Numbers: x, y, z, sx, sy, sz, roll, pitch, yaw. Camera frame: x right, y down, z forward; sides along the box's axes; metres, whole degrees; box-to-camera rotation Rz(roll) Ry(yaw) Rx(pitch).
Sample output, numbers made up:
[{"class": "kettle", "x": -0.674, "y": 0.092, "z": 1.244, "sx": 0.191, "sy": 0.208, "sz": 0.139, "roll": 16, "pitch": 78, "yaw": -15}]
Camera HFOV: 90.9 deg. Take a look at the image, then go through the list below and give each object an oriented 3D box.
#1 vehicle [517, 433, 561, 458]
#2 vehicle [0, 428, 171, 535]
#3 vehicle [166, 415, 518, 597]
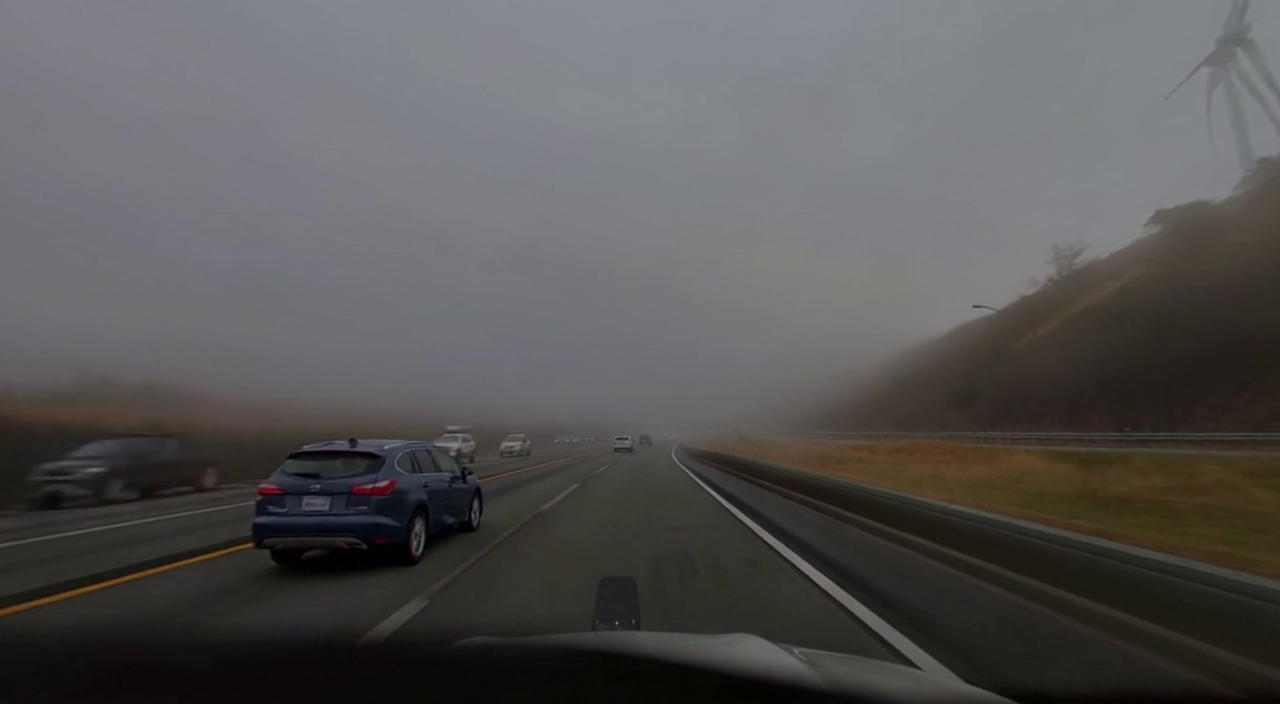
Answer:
[{"class": "vehicle", "x": -6.162, "y": 5.776, "z": 38.955, "sx": 1.898, "sy": 1.456, "sz": 4.378, "roll": 0, "pitch": -8, "yaw": 2}, {"class": "vehicle", "x": -10.006, "y": 1.970, "z": 9.981, "sx": 2.046, "sy": 1.485, "sz": 3.990, "roll": 0, "pitch": -8, "yaw": 0}, {"class": "vehicle", "x": -2.818, "y": 1.534, "z": 7.302, "sx": 1.918, "sy": 1.443, "sz": 4.422, "roll": 0, "pitch": -8, "yaw": 0}]
